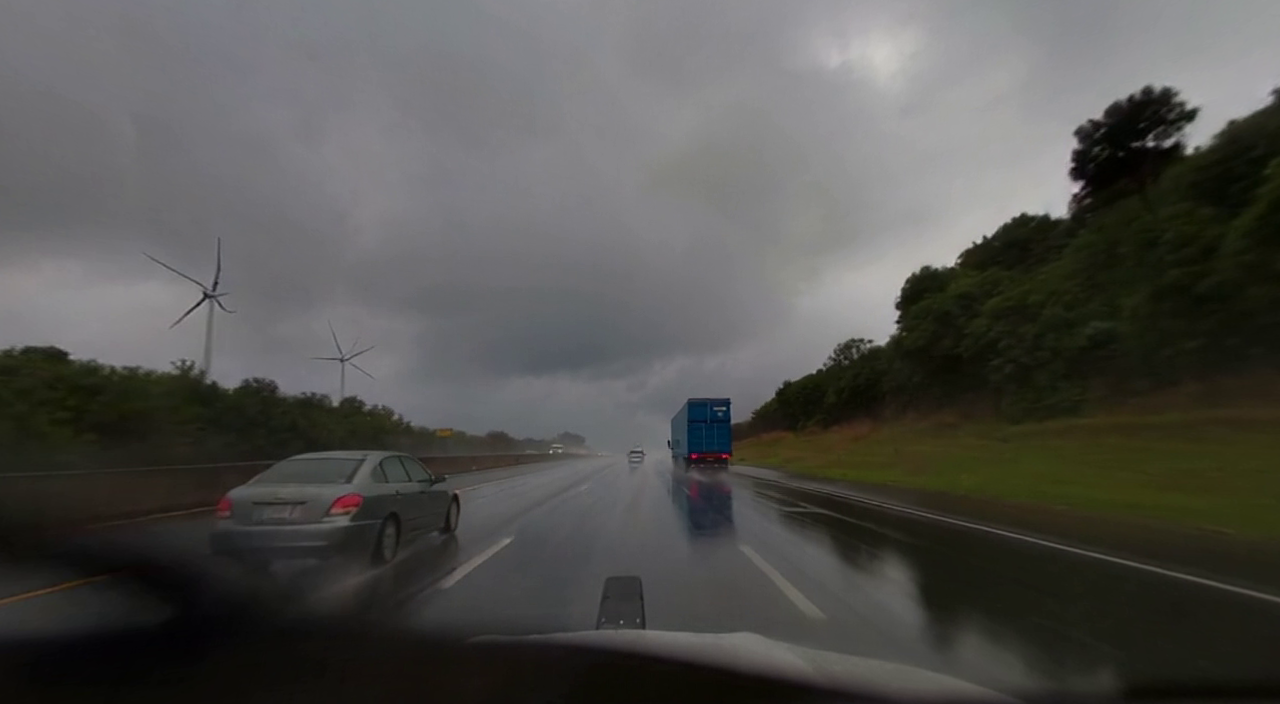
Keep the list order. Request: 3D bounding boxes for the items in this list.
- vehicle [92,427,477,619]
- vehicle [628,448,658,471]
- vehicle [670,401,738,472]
[{"bbox_3d":[-3.402,1.689,7.183,1.952,1.521,4.095,0,-9,0],"label":"vehicle"},{"bbox_3d":[0.196,7.228,42.655,1.931,1.453,3.695,0,-9,-1],"label":"vehicle"},{"bbox_3d":[3.922,5.784,42.346,2.947,3.989,13.568,0,-9,-1],"label":"vehicle"}]
